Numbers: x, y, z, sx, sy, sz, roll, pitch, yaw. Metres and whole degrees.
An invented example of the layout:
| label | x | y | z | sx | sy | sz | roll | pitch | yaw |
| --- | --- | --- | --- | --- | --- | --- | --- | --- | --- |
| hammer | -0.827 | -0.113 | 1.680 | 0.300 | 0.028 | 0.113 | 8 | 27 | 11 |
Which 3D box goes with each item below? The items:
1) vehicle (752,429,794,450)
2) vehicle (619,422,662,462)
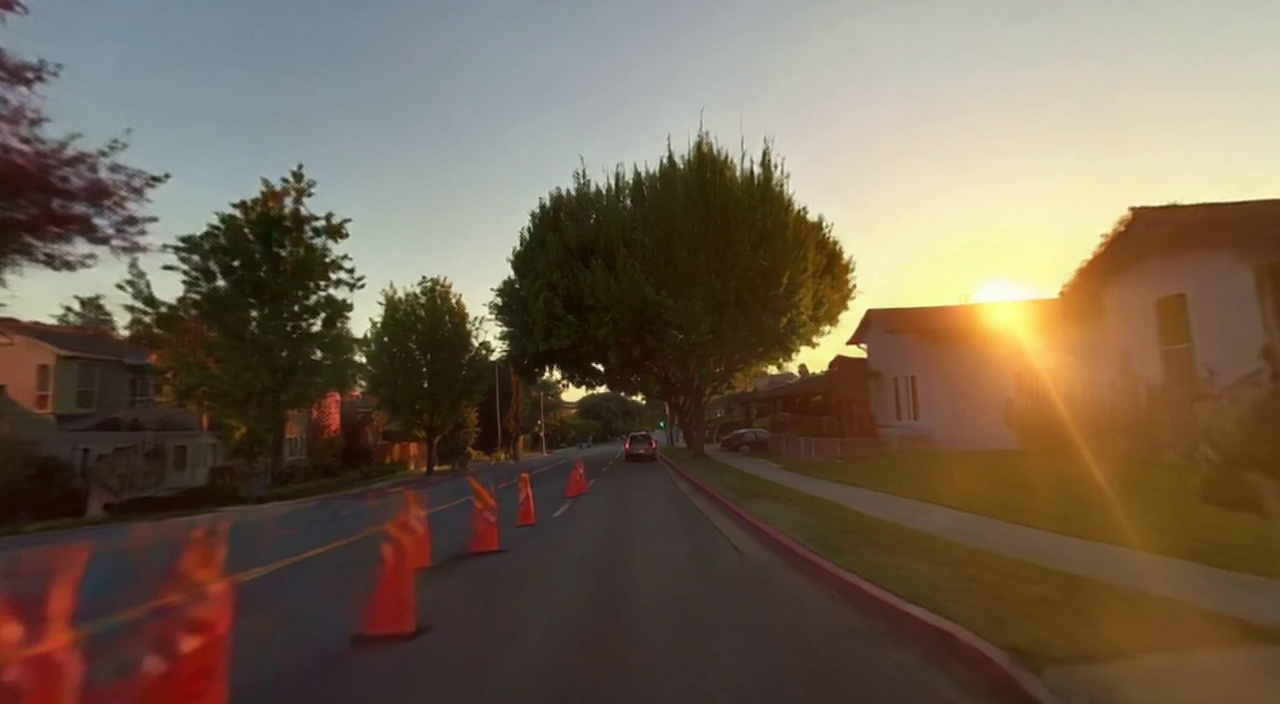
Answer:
| label | x | y | z | sx | sy | sz | roll | pitch | yaw |
| --- | --- | --- | --- | --- | --- | --- | --- | --- | --- |
| vehicle | 10.180 | 6.748 | 48.568 | 1.698 | 1.548 | 2.969 | 3 | -9 | -23 |
| vehicle | -0.063 | 4.996 | 34.998 | 2.169 | 2.015 | 5.206 | 0 | -8 | -2 |
